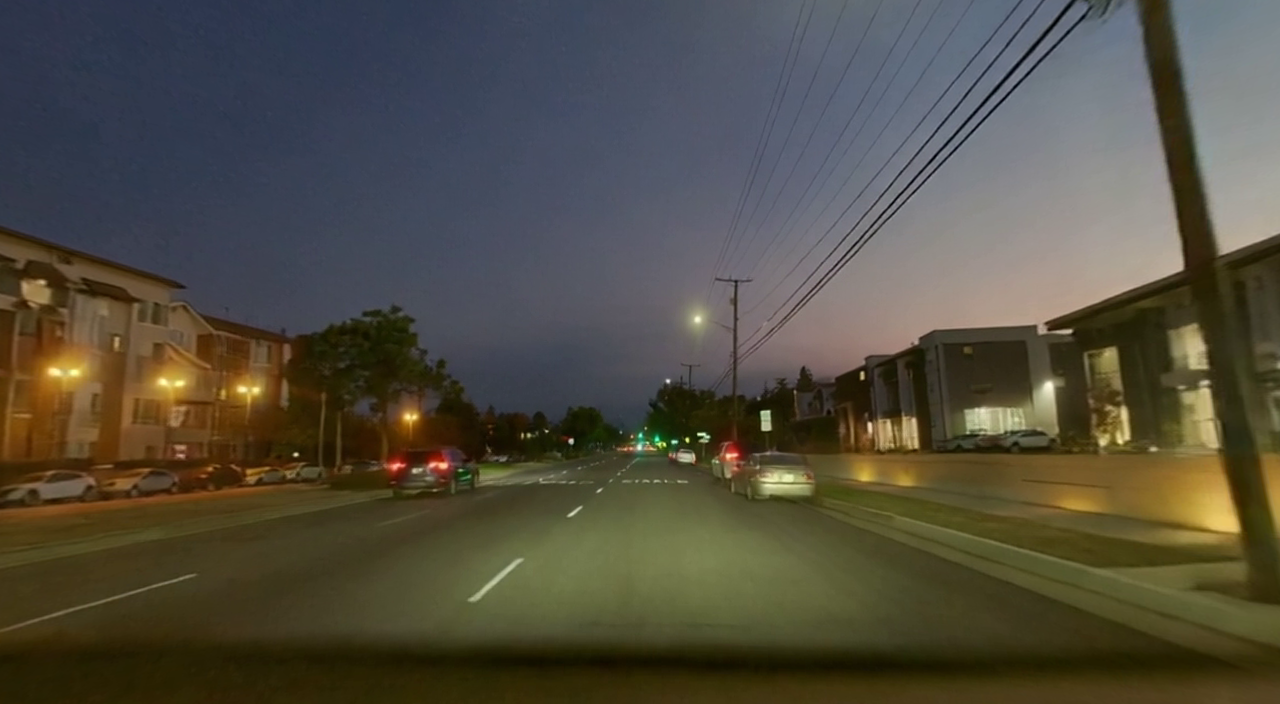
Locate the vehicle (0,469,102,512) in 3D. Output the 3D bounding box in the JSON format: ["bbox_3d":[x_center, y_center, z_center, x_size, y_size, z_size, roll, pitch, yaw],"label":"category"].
[{"bbox_3d":[-25.719,5.773,26.578,1.883,1.451,4.676,-1,-8,1],"label":"vehicle"}]

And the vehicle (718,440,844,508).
[{"bbox_3d":[3.467,3.094,16.575,2.259,1.500,4.474,0,-8,0],"label":"vehicle"}]

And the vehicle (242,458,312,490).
[{"bbox_3d":[-25.515,8.569,44.551,2.132,1.492,4.734,-4,-4,1],"label":"vehicle"}]

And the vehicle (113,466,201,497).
[{"bbox_3d":[-25.722,6.883,33.752,1.706,1.435,3.899,0,-8,-2],"label":"vehicle"}]

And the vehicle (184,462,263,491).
[{"bbox_3d":[-25.664,7.646,39.048,1.926,1.557,4.385,0,-8,-1],"label":"vehicle"}]

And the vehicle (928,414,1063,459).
[{"bbox_3d":[23.016,5.525,41.145,6.917,2.731,2.901,0,-8,1],"label":"vehicle"}]

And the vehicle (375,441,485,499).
[{"bbox_3d":[-6.671,3.765,20.622,2.000,1.671,4.497,0,-8,1],"label":"vehicle"}]
